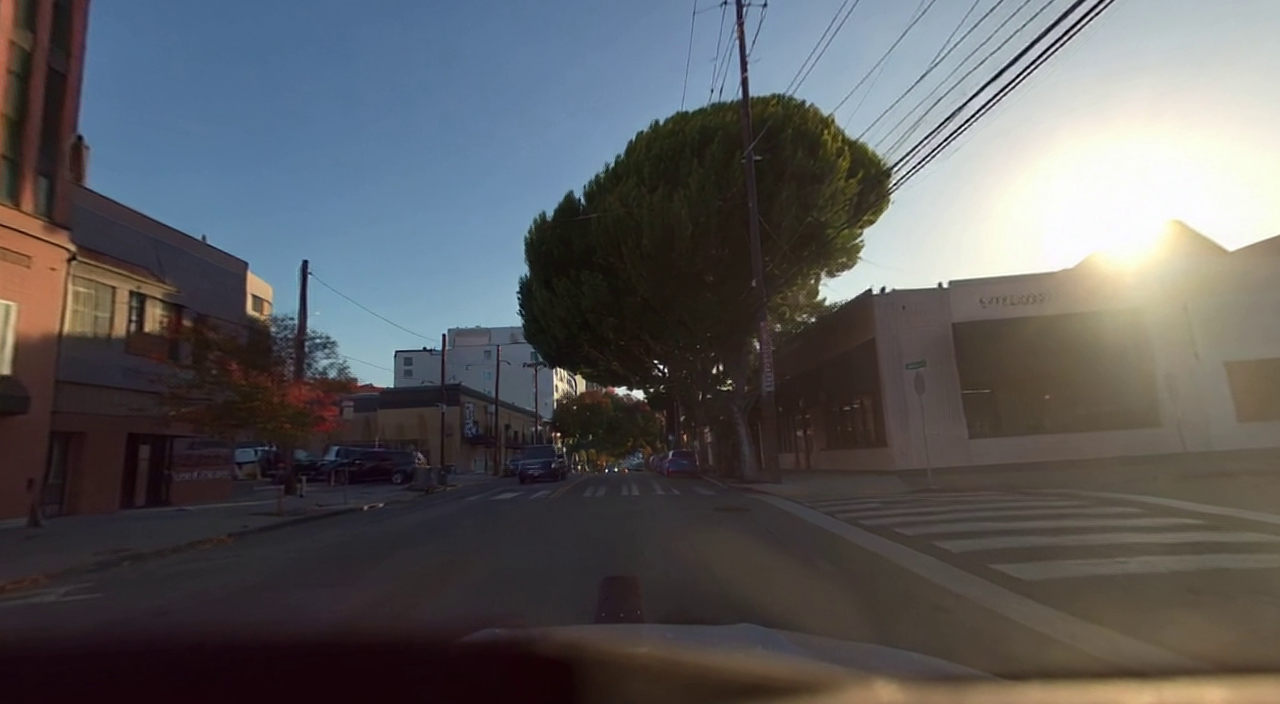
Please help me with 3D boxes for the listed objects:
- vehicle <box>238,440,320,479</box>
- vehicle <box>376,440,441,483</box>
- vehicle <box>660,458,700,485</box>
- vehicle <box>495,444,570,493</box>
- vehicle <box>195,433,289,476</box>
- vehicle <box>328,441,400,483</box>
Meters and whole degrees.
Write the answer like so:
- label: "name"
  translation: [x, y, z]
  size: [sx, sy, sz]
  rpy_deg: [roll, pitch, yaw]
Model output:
- label: "vehicle"
  translation: [-25.283, 7.515, 44.621]
  size: [2.288, 2.514, 5.886]
  rpy_deg: [0, -8, 0]
- label: "vehicle"
  translation: [-16.392, 7.767, 45.121]
  size: [2.715, 2.789, 6.225]
  rpy_deg: [0, -10, -5]
- label: "vehicle"
  translation: [2.253, 6.888, 36.660]
  size: [1.877, 1.373, 3.854]
  rpy_deg: [0, -8, -3]
- label: "vehicle"
  translation: [-4.583, 5.041, 27.840]
  size: [2.495, 1.966, 4.846]
  rpy_deg: [0, -8, -1]
- label: "vehicle"
  translation: [-27.967, 7.202, 44.769]
  size: [2.249, 2.760, 6.636]
  rpy_deg: [0, -8, 0]
- label: "vehicle"
  translation: [-19.323, 7.653, 44.581]
  size: [2.256, 2.668, 5.979]
  rpy_deg: [0, -7, 1]
